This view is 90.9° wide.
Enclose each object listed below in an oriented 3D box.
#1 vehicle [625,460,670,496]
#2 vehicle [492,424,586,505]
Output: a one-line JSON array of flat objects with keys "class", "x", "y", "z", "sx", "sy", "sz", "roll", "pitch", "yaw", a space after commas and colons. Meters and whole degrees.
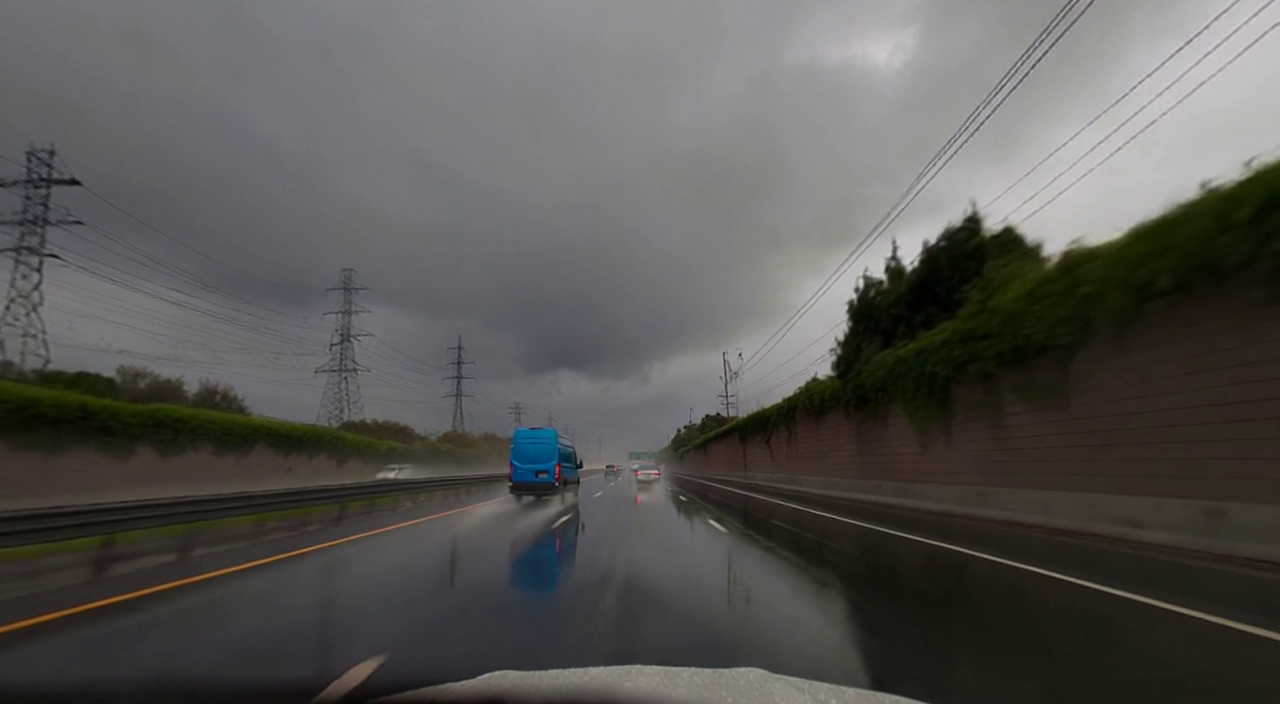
[{"class": "vehicle", "x": 0.333, "y": 6.011, "z": 30.152, "sx": 2.006, "sy": 1.554, "sz": 3.863, "roll": 1, "pitch": -10, "yaw": 0}, {"class": "vehicle", "x": -3.594, "y": 4.311, "z": 24.057, "sx": 2.394, "sy": 2.609, "sz": 6.875, "roll": 1, "pitch": -10, "yaw": 0}]
